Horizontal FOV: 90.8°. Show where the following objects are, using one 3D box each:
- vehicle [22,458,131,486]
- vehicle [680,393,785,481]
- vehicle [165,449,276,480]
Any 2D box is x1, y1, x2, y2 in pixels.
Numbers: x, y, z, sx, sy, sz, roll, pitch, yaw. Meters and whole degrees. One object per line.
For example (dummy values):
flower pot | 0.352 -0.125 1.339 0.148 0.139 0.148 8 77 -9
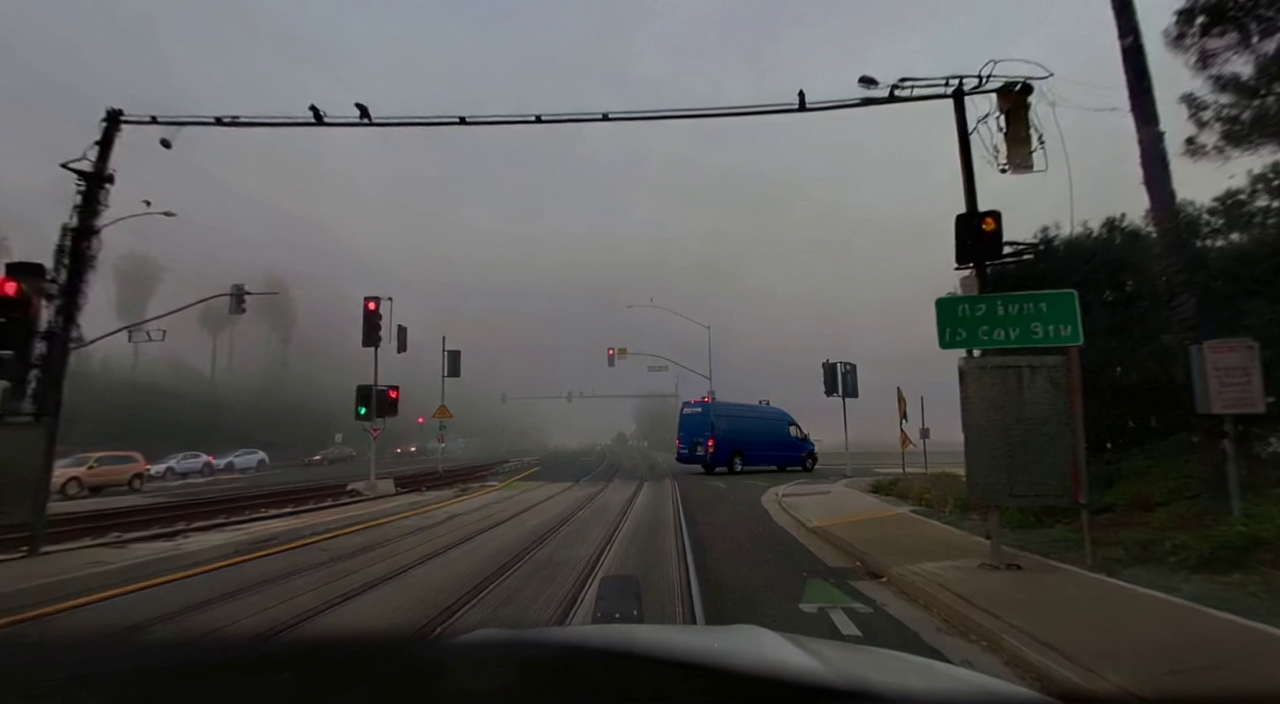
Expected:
vehicle | -32.605 6.956 36.650 4.283 1.497 1.964 0 -8 -2
vehicle | 3.662 3.307 24.416 2.606 3.020 4.180 -5 -10 30
vehicle | -24.635 6.597 37.221 4.925 1.634 2.219 1 -8 3
